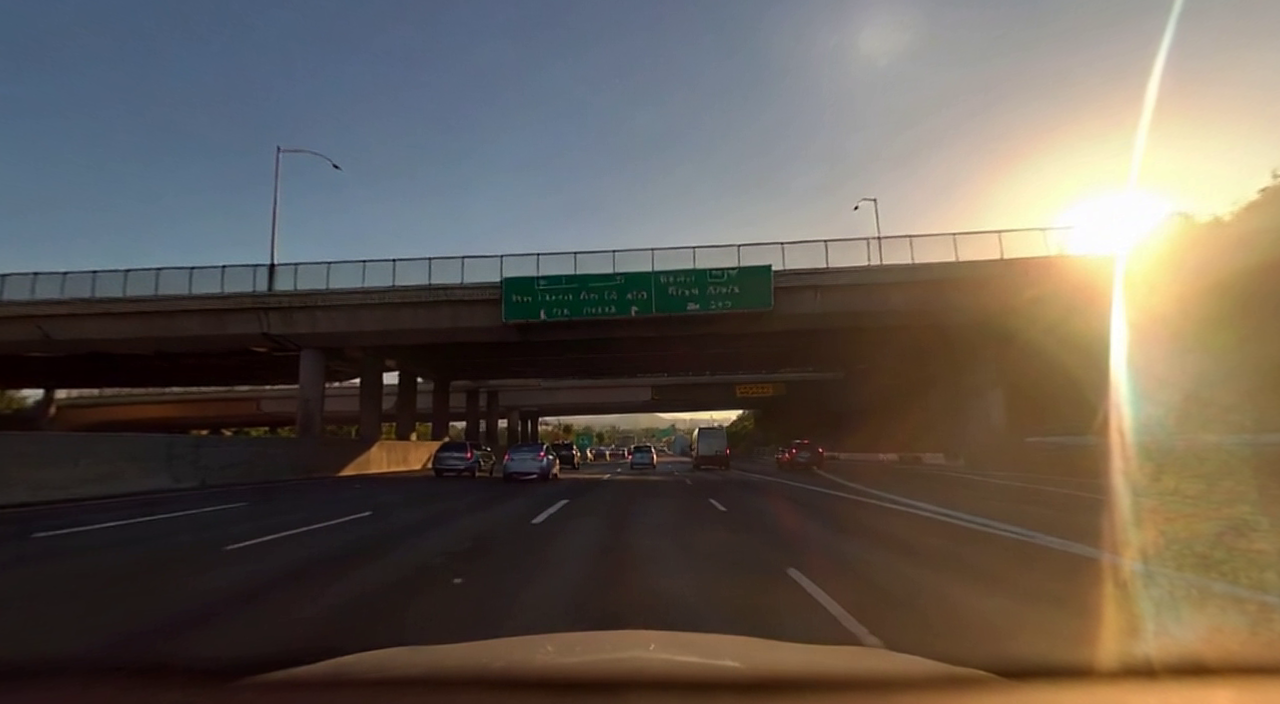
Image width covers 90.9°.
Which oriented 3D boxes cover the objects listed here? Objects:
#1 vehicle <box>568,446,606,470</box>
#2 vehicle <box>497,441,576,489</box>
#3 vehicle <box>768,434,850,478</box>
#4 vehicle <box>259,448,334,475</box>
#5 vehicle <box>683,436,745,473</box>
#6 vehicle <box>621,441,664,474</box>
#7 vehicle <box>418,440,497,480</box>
[{"bbox_3d":[-3.388,6.867,41.150,1.987,1.466,4.341,0,-9,1],"label":"vehicle"},{"bbox_3d":[-3.480,3.880,21.970,1.970,1.483,4.071,0,-9,1],"label":"vehicle"},{"bbox_3d":[7.687,4.817,29.414,2.304,1.840,5.706,0,-9,1],"label":"vehicle"},{"bbox_3d":[-20.794,6.606,38.389,1.882,1.529,4.630,0,-9,1],"label":"vehicle"},{"bbox_3d":[3.945,5.659,34.964,2.777,1.895,5.710,0,-9,0],"label":"vehicle"},{"bbox_3d":[0.144,5.596,33.597,2.115,1.617,4.102,0,-9,0],"label":"vehicle"},{"bbox_3d":[-7.647,4.566,26.913,1.961,1.562,4.301,0,-9,1],"label":"vehicle"}]
